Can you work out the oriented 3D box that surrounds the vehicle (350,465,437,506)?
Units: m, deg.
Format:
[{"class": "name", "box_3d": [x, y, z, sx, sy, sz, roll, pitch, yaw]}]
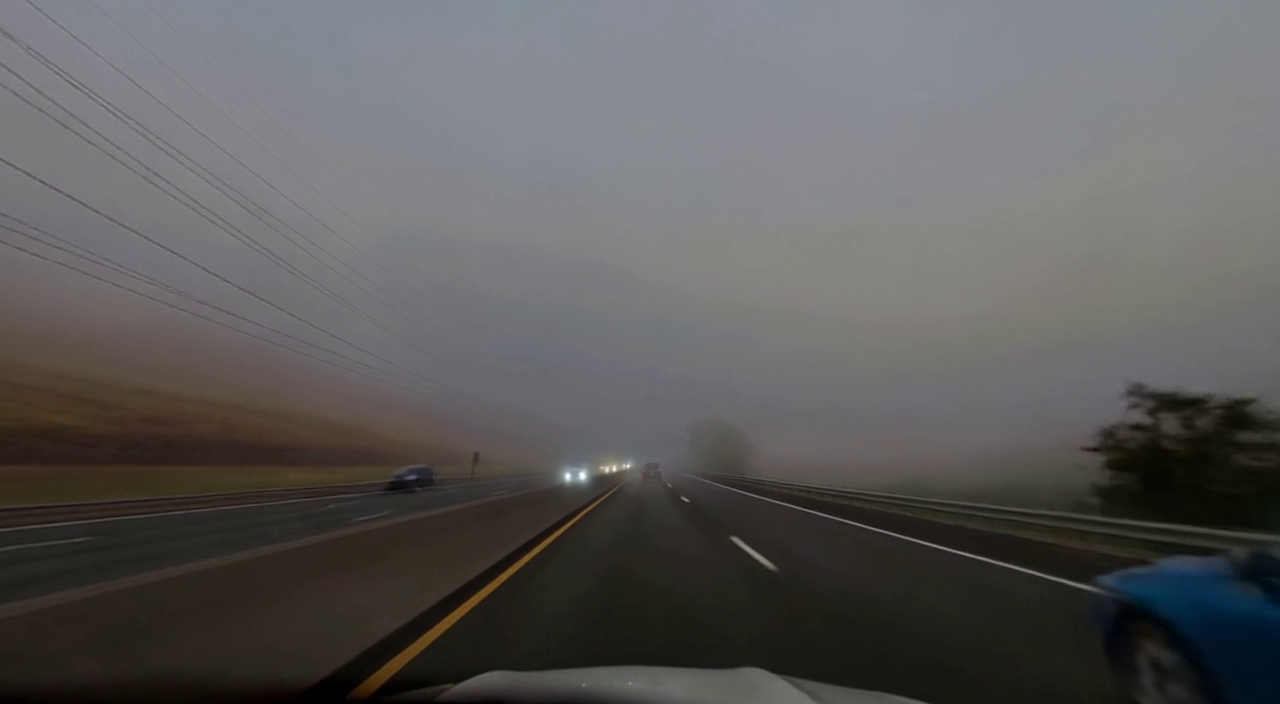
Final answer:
[{"class": "vehicle", "box_3d": [-11.058, 6.022, 28.572, 2.023, 1.654, 4.480, 1, -10, 2]}]

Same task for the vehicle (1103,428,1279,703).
[{"class": "vehicle", "box_3d": [3.552, 0.894, 1.427, 1.985, 1.521, 3.904, 1, -10, 0]}]
